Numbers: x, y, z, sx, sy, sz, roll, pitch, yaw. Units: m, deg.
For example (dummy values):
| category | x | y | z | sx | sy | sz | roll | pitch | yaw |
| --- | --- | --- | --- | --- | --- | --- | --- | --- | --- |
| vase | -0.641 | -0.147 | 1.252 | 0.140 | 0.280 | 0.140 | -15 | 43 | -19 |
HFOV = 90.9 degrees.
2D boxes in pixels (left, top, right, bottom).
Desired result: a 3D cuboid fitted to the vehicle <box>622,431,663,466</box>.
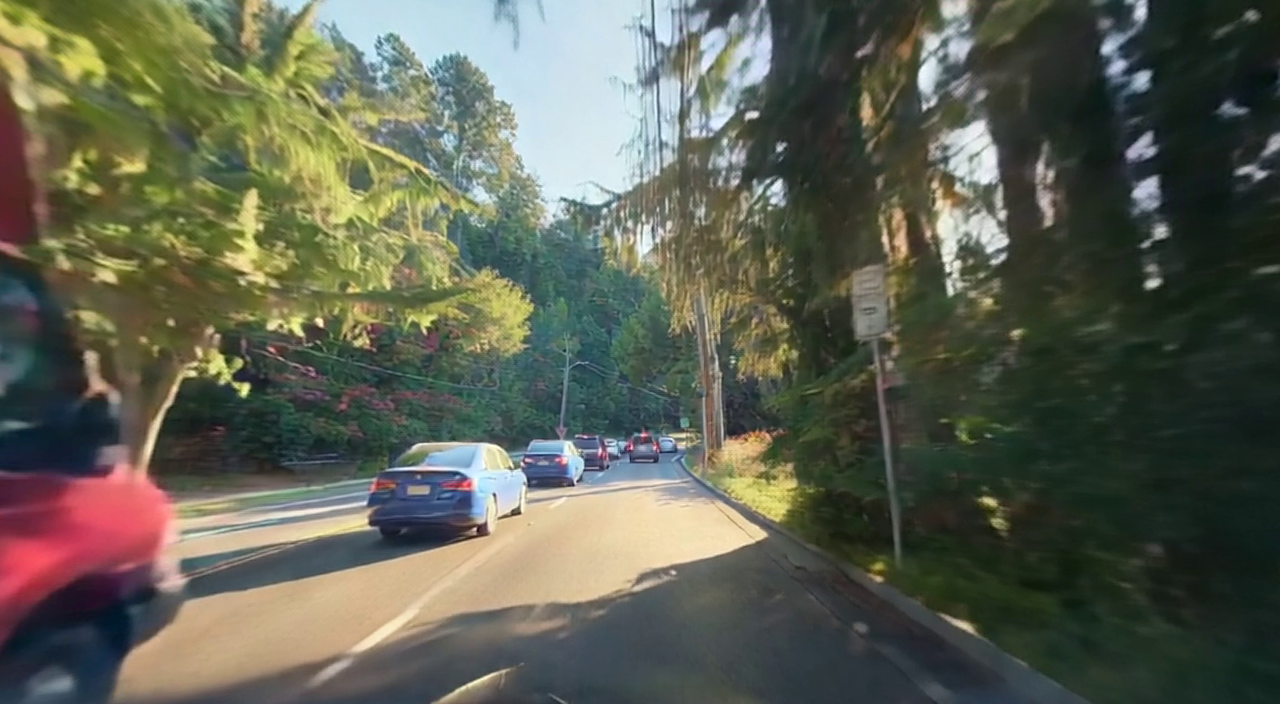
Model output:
| category | x | y | z | sx | sy | sz | roll | pitch | yaw |
| --- | --- | --- | --- | --- | --- | --- | --- | --- | --- |
| vehicle | 0.186 | 5.575 | 36.436 | 2.241 | 1.912 | 4.095 | -1 | -8 | 2 |

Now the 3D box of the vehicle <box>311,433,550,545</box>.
| category | x | y | z | sx | sy | sz | roll | pitch | yaw |
| --- | --- | --- | --- | --- | --- | --- | --- | --- | --- |
| vehicle | -3.157 | 2.208 | 10.930 | 2.260 | 1.465 | 4.972 | -1 | -8 | 3 |
